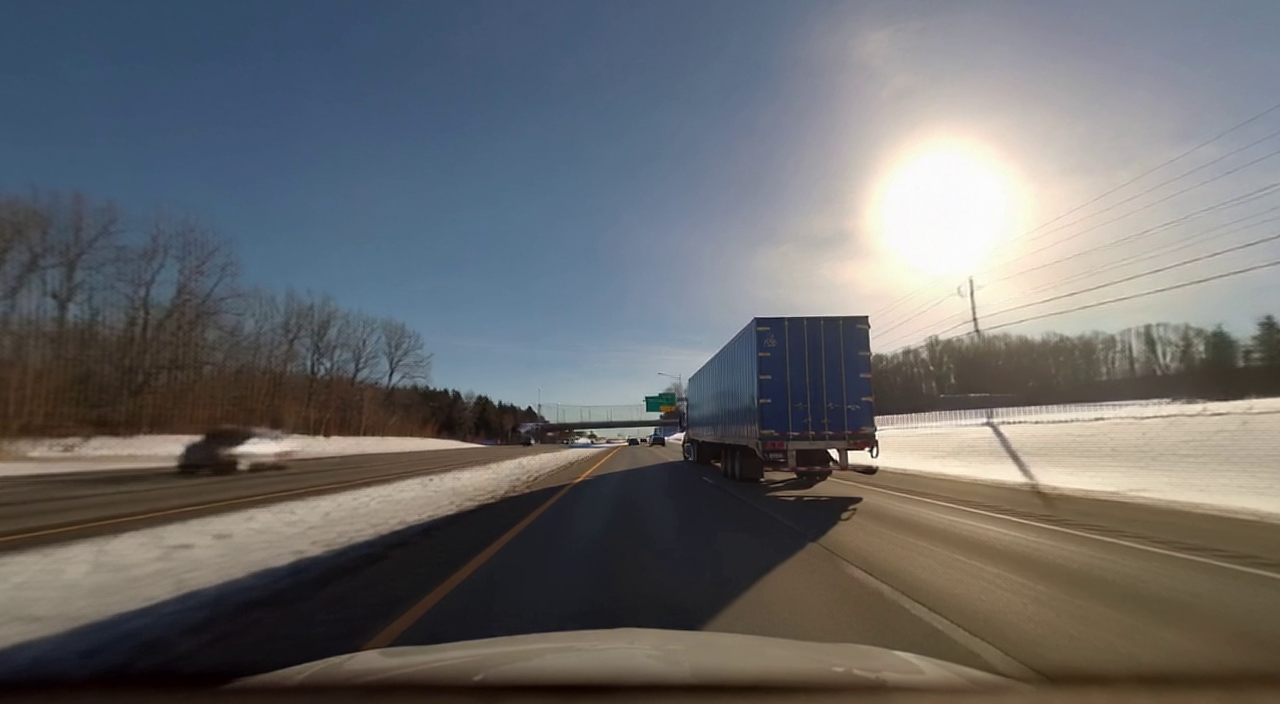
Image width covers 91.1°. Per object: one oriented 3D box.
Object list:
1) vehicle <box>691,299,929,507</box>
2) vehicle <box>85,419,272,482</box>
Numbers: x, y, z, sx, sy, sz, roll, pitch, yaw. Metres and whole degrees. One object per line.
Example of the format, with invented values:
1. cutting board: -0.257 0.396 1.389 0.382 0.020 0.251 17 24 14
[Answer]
1. vehicle: 4.136 2.142 21.405 3.203 4.273 17.131 0 -8 -1
2. vehicle: -12.741 2.741 17.813 1.932 1.537 4.480 0 -8 -1
